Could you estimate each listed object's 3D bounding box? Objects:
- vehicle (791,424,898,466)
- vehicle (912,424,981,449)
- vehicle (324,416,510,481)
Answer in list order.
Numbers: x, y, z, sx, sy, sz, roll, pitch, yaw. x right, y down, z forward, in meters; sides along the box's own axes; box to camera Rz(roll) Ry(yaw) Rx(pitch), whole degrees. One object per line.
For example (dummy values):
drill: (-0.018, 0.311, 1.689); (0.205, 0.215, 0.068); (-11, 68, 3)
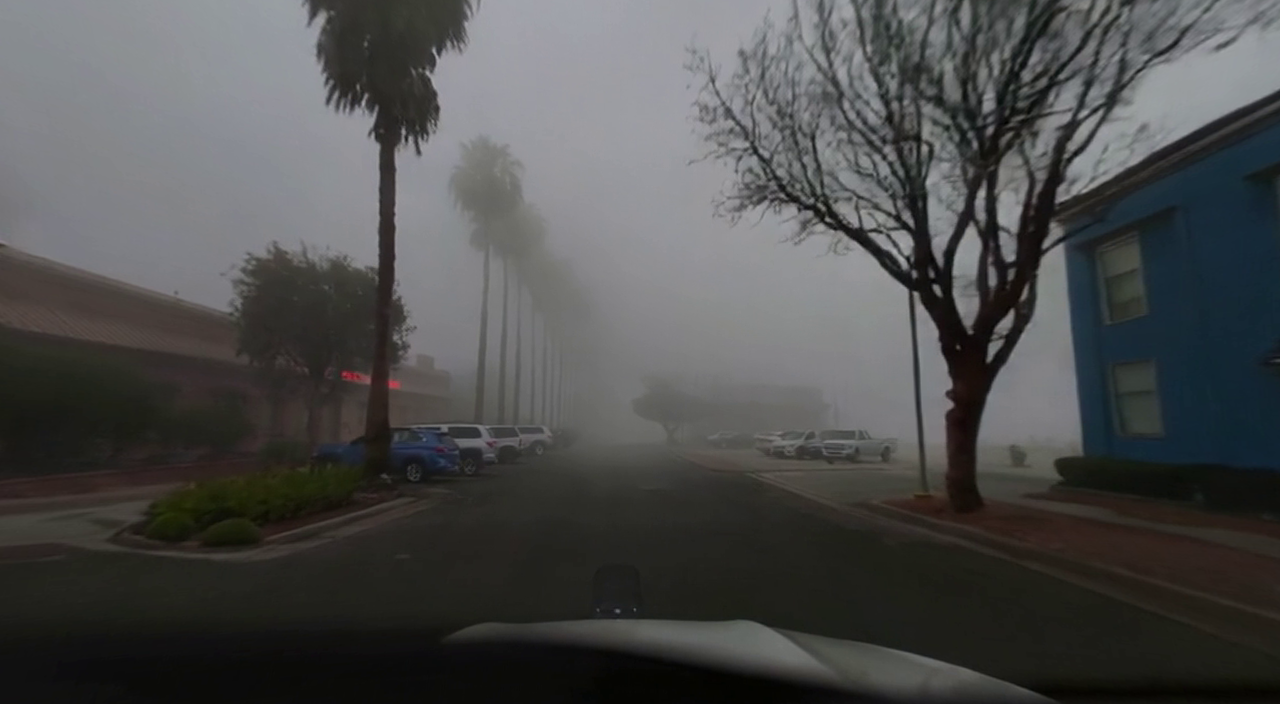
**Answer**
vehicle: (9.267, 4.197, 28.582); (4.509, 1.759, 2.077); (5, -10, -30)
vehicle: (21.100, 5.869, 43.517); (4.120, 1.659, 1.894); (-5, -10, 28)
vehicle: (-7.101, 3.102, 20.319); (5.210, 1.834, 2.281); (5, -10, -30)
